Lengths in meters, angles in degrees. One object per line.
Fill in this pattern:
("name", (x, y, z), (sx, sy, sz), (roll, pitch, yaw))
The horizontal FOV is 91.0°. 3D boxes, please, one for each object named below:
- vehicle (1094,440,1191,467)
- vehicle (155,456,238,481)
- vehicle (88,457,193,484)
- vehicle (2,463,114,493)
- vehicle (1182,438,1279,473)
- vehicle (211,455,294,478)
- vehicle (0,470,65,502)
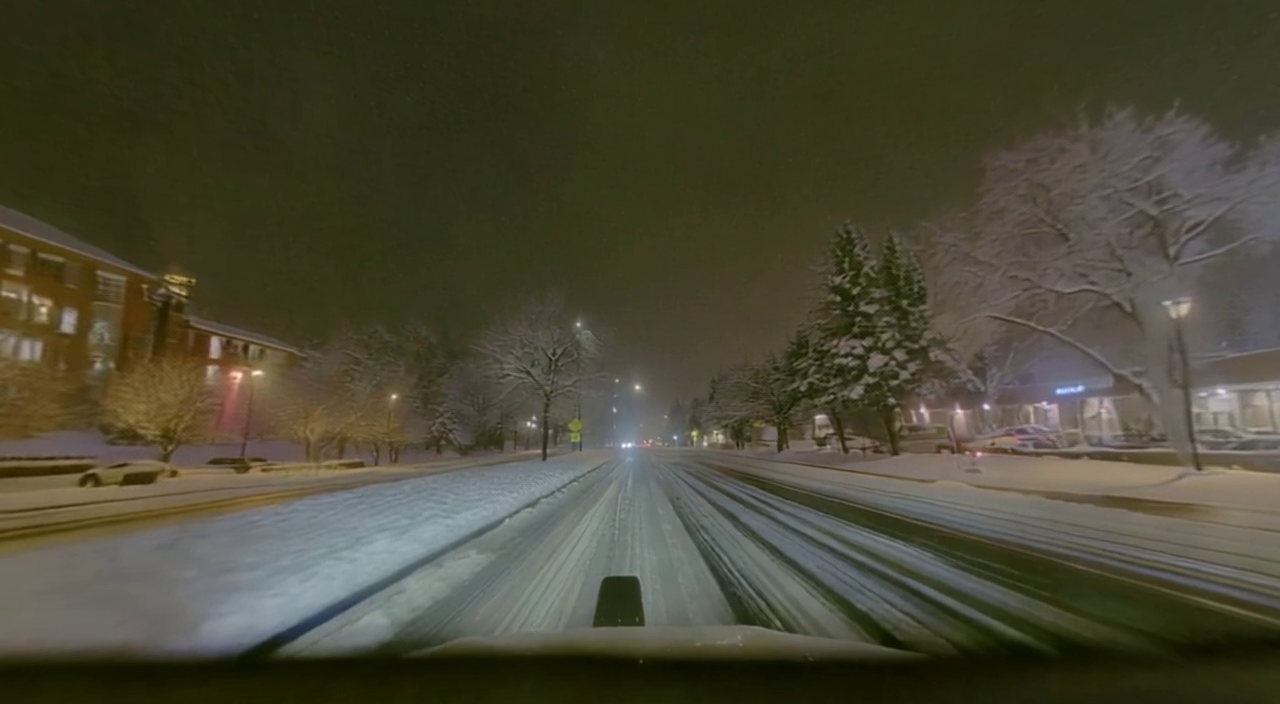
("vehicle", (31.150, 6.306, 39.136), (4.211, 1.574, 1.973), (-1, -8, 5))
("vehicle", (-29.805, 7.825, 42.343), (4.154, 1.510, 1.847), (-1, -8, 1))
("vehicle", (-29.435, 6.987, 37.210), (4.350, 1.512, 2.145), (0, -9, -1))
("vehicle", (-29.428, 6.372, 31.908), (3.739, 1.432, 1.902), (0, -9, -1))
("vehicle", (32.033, 5.514, 33.566), (4.301, 1.760, 2.057), (0, -8, -1))
("vehicle", (-29.628, 8.755, 48.240), (4.739, 1.638, 2.515), (0, -9, -1))
("vehicle", (-29.293, 6.206, 29.323), (3.322, 1.358, 1.617), (1, -8, -2))
